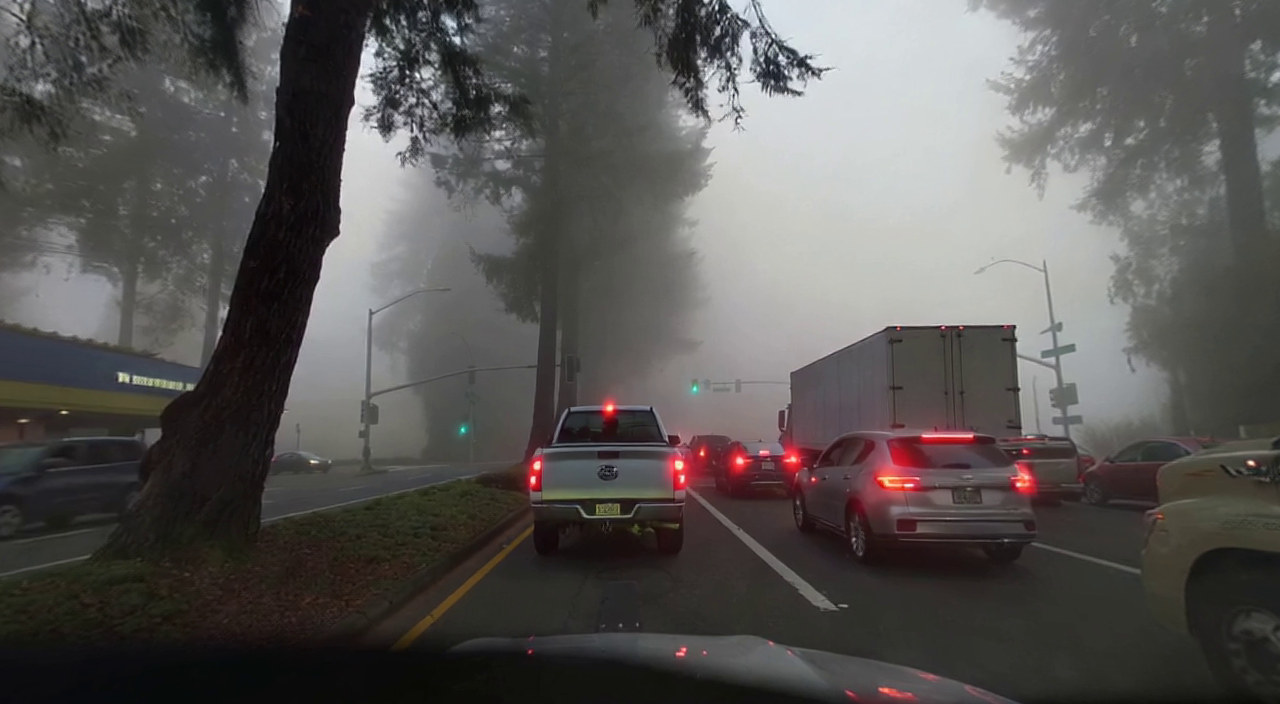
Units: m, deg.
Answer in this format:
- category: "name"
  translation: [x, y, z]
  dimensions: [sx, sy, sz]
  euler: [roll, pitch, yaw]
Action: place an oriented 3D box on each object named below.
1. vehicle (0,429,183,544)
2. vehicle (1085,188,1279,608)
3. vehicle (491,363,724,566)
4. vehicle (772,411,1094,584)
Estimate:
- category: "vehicle"
  translation: [-11.466, 2.450, 11.992]
  dimensions: [2.057, 1.854, 4.672]
  euler: [0, -9, -1]
- category: "vehicle"
  translation: [6.533, 0.098, 3.306]
  dimensions: [2.802, 3.322, 7.429]
  euler: [0, -9, -1]
- category: "vehicle"
  translation: [-0.363, 1.593, 9.457]
  dimensions: [2.499, 2.183, 5.111]
  euler: [0, -9, 0]
- category: "vehicle"
  translation: [3.256, 1.735, 8.432]
  dimensions: [1.905, 1.587, 4.998]
  euler: [0, -9, 0]
